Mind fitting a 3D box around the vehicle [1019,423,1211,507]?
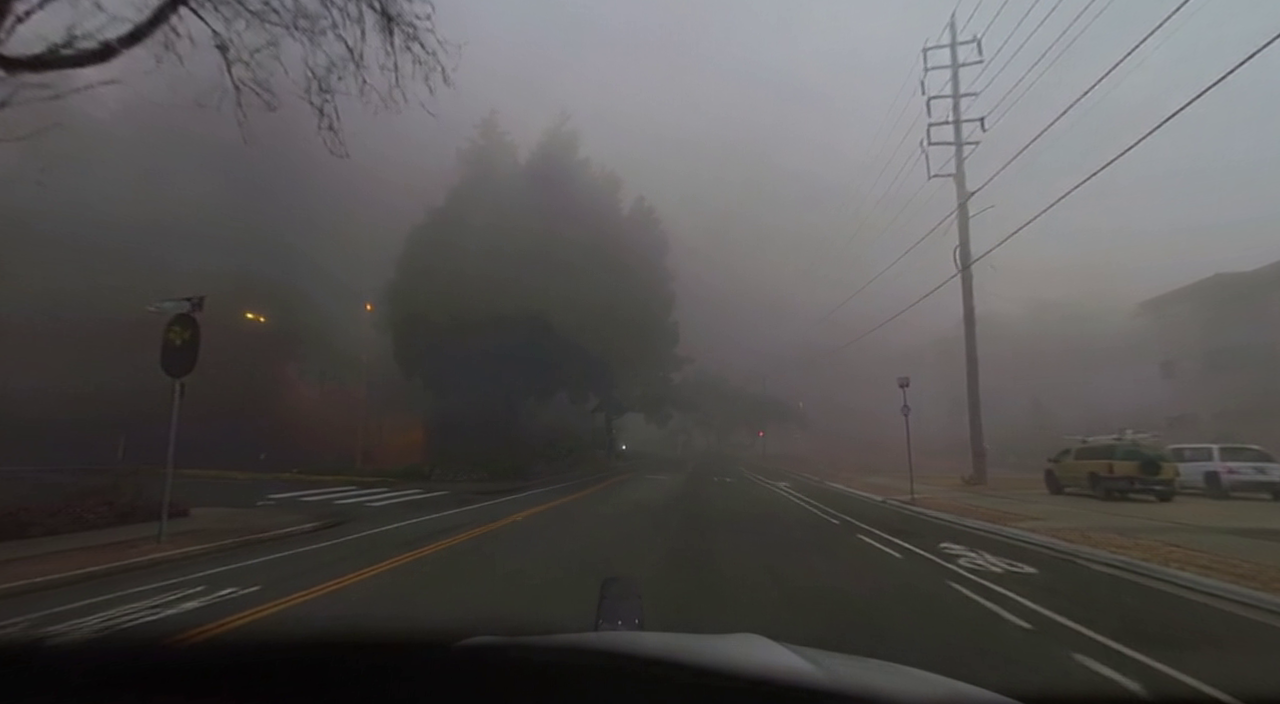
[{"bbox_3d":[12.713,3.049,17.350,1.912,1.953,4.651,0,-9,5],"label":"vehicle"}]
